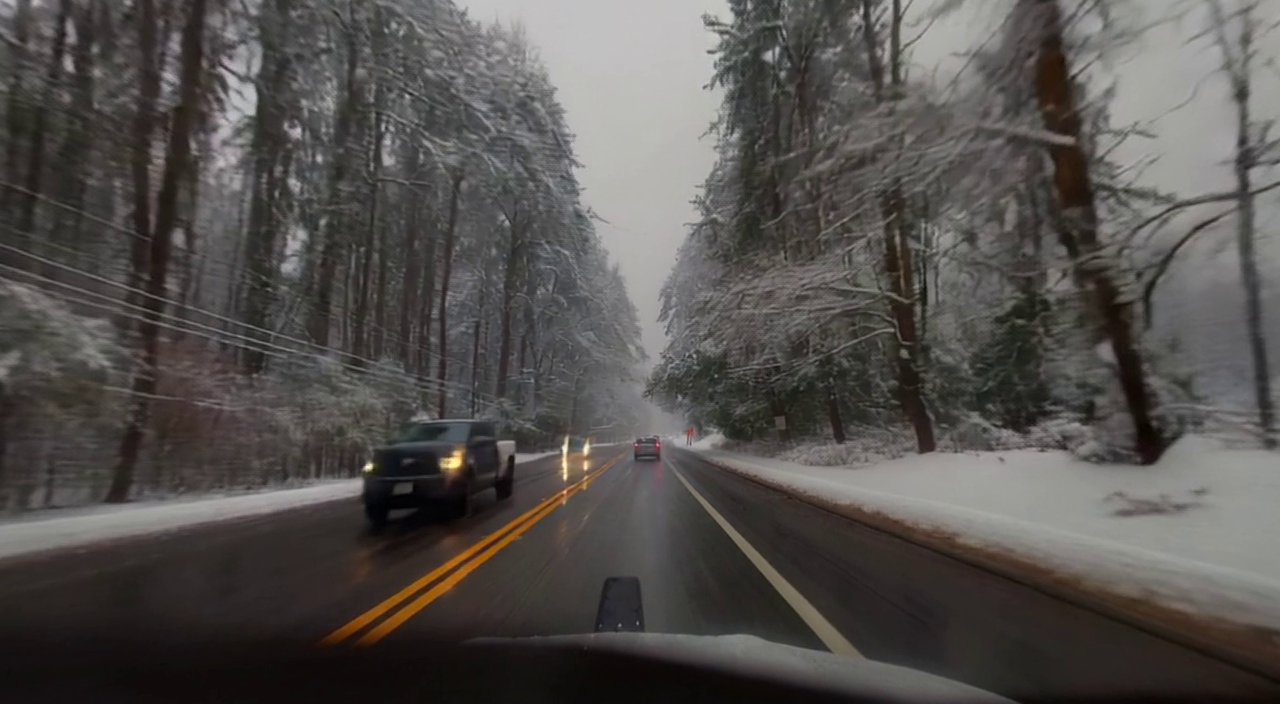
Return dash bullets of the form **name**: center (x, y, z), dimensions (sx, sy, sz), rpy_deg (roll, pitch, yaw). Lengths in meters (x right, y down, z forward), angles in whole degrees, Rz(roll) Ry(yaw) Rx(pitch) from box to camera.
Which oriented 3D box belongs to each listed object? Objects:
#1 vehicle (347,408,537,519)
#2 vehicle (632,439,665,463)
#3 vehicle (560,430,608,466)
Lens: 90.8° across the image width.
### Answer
- **vehicle**: center (-4.137, 2.489, 14.564), dimensions (2.461, 2.030, 5.478), rpy_deg (0, -9, 2)
- **vehicle**: center (0.563, 6.616, 42.254), dimensions (2.067, 1.486, 3.861), rpy_deg (0, -9, 1)
- **vehicle**: center (-3.497, 6.193, 40.888), dimensions (2.441, 2.113, 5.738), rpy_deg (0, -9, 1)
